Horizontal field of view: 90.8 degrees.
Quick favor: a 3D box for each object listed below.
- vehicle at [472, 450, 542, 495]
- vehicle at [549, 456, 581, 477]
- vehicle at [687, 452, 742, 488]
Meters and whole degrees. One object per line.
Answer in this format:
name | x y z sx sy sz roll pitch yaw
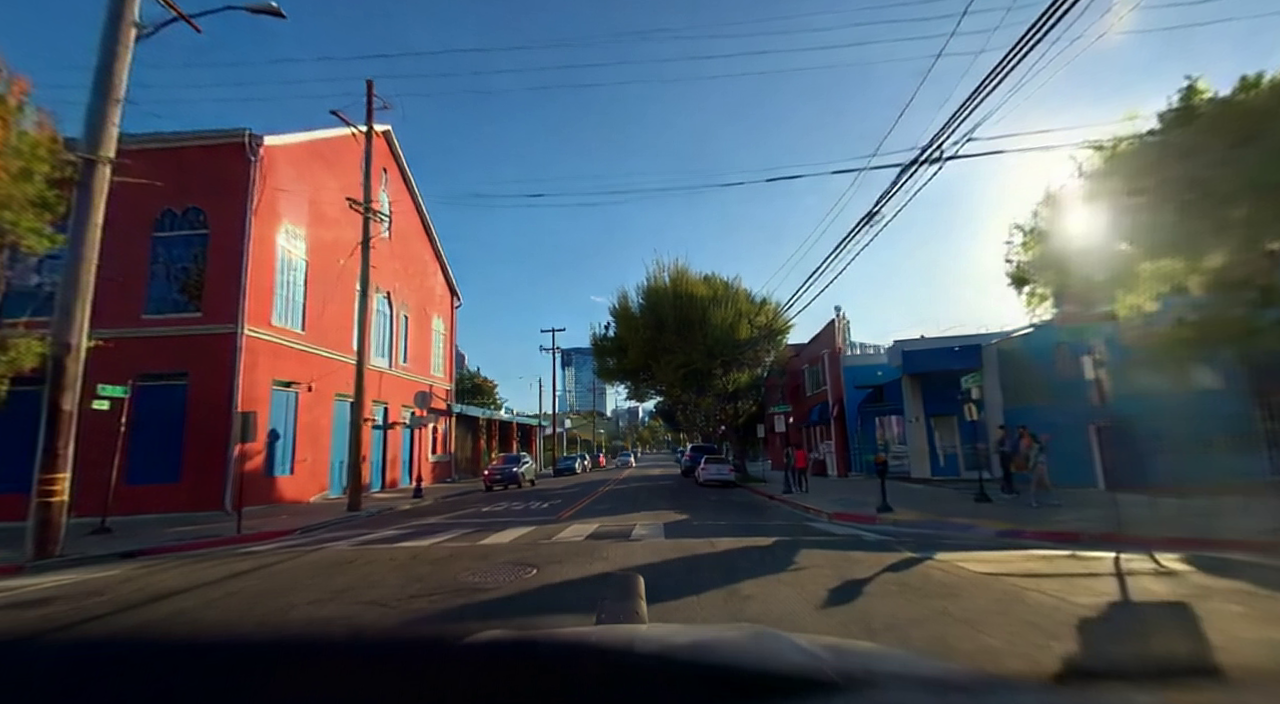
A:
vehicle | -6.164 5.621 29.837 2.140 1.746 4.385 -4 -8 2
vehicle | -5.833 8.959 49.553 1.844 1.486 4.474 0 -9 2
vehicle | 3.307 5.351 28.914 1.966 1.471 4.552 0 -9 0
